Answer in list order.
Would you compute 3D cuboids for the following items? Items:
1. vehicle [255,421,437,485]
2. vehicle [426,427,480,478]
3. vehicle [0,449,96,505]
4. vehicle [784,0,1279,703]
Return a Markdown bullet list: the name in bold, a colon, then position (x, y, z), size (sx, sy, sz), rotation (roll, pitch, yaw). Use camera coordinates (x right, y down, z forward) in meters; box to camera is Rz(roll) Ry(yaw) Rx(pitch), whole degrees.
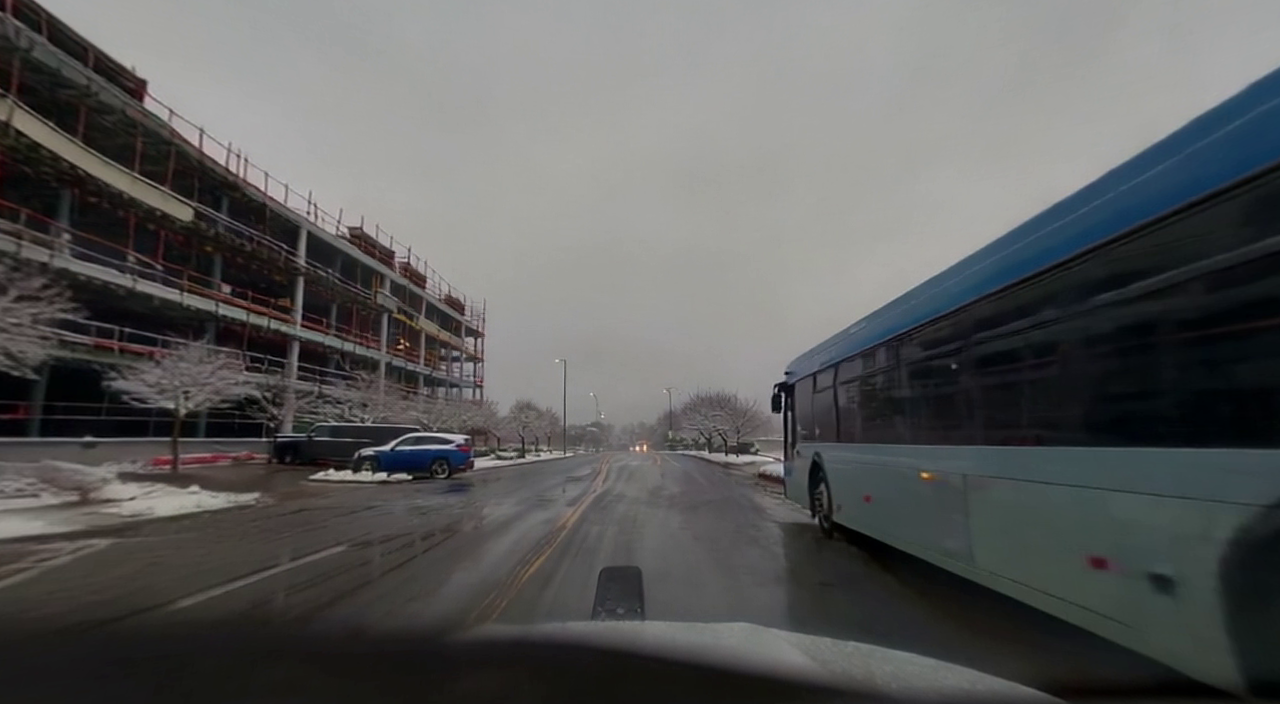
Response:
- **vehicle**: position (-13.513, 4.741, 29.724), size (7.067, 2.785, 2.980), rotation (1, -8, -9)
- **vehicle**: position (-8.069, 4.338, 27.480), size (1.515, 2.074, 2.668), rotation (0, -7, -1)
- **vehicle**: position (-18.004, 3.504, 17.884), size (1.779, 1.471, 3.705), rotation (0, -8, 1)
- **vehicle**: position (3.836, 0.360, 5.087), size (3.040, 3.424, 12.508), rotation (0, -8, 3)
